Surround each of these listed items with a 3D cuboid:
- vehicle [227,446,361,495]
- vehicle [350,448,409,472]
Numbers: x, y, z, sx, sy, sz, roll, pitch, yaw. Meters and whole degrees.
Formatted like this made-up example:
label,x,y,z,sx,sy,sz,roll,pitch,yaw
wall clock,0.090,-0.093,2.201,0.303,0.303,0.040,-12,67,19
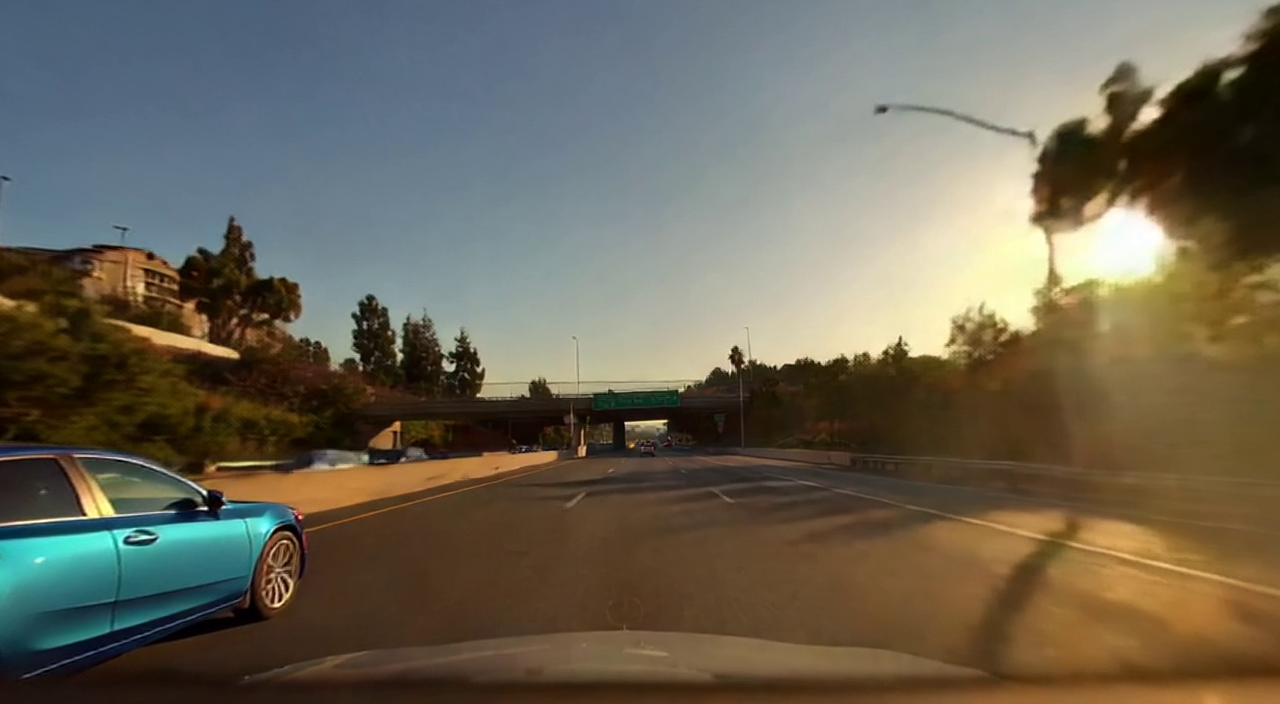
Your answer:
label,x,y,z,sx,sy,sz,roll,pitch,yaw
vehicle,-11.617,3.974,21.625,1.916,1.478,4.645,0,-8,1
vehicle,-17.617,7.325,42.956,1.933,1.508,4.782,0,-8,1
